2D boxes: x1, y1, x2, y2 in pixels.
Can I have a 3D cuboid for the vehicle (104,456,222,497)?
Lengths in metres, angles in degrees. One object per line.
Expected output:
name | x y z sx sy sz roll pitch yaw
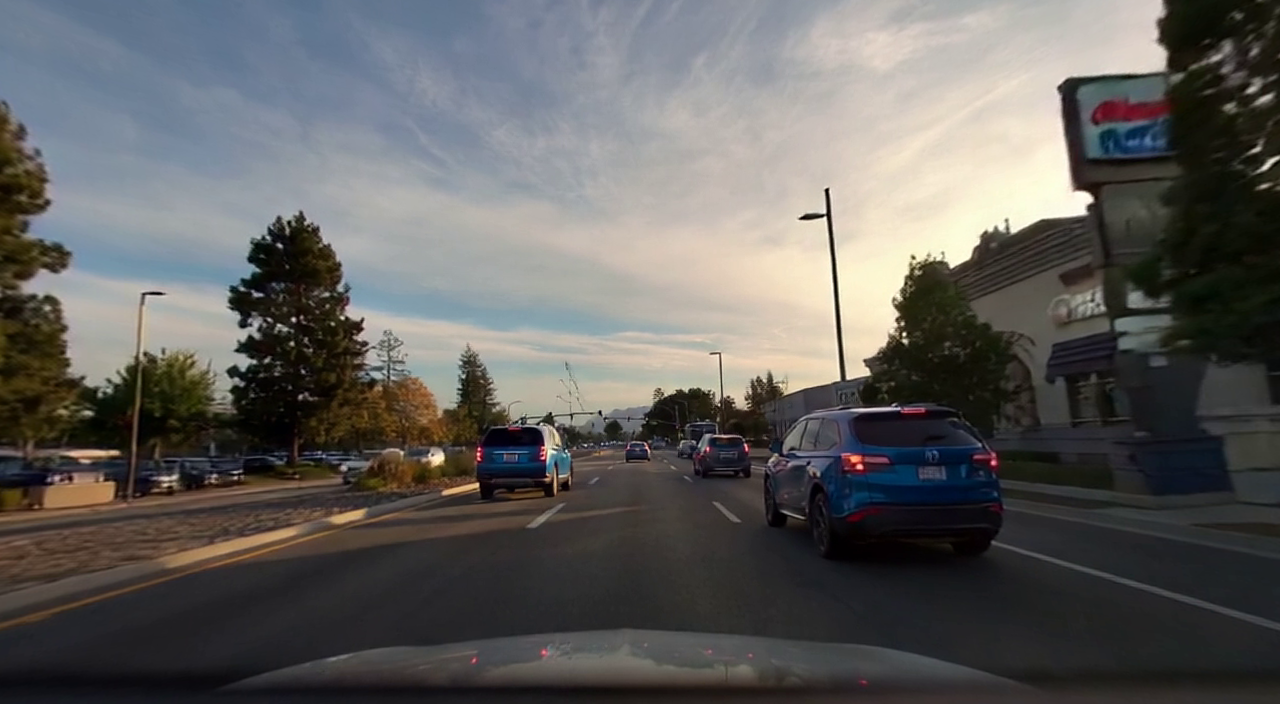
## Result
vehicle | -22.128 5.748 29.557 1.908 1.711 4.461 0 -8 1

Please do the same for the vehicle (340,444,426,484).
vehicle | -11.715 5.104 29.156 2.134 1.661 4.374 0 -8 0

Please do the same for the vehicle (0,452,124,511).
vehicle | -22.320 4.749 23.645 1.931 1.908 4.694 0 -8 0

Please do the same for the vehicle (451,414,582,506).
vehicle | -3.031 2.836 16.967 2.368 2.037 5.319 0 -8 1

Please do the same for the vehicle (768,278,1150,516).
vehicle | 7.136 1.932 19.099 2.878 4.158 16.287 0 -8 -1

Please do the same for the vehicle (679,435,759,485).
vehicle | 2.700 3.857 22.826 2.174 1.596 4.779 0 -8 -2

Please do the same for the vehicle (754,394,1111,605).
vehicle | 2.823 1.538 7.467 2.018 1.719 4.369 0 -8 -1

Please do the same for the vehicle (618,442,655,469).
vehicle | -0.228 6.054 37.074 2.008 1.464 4.052 0 -8 -1
